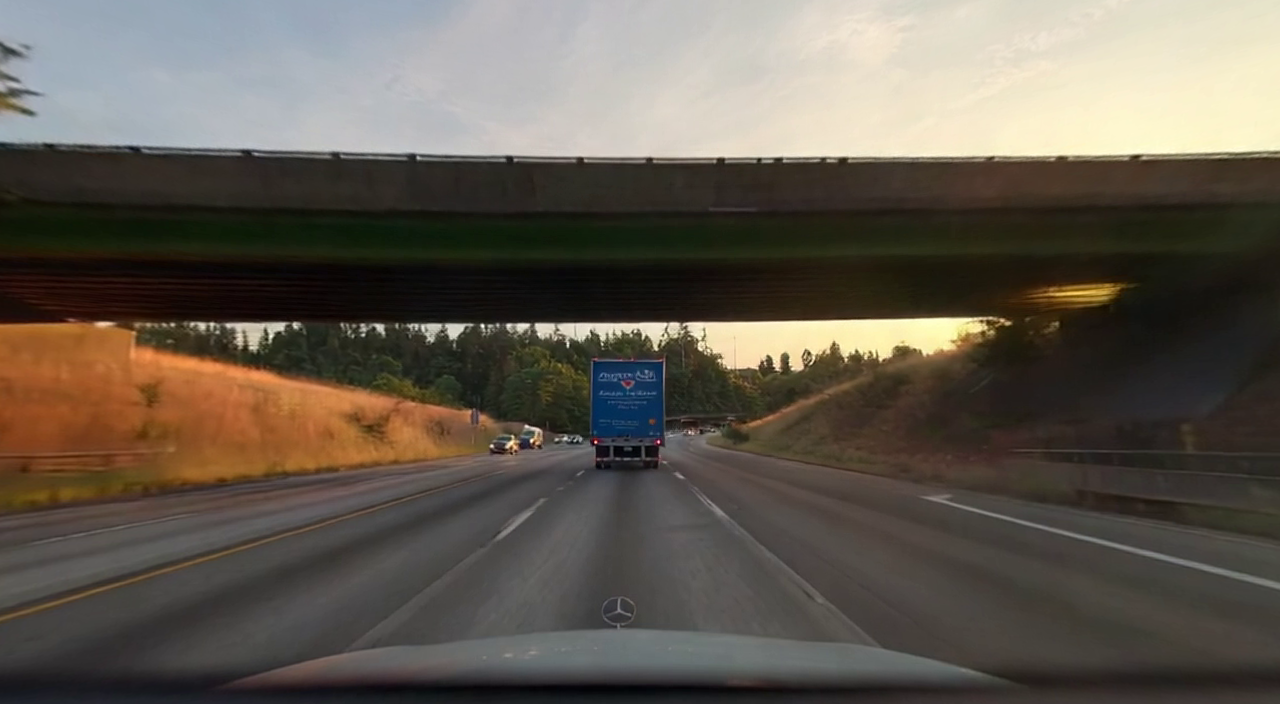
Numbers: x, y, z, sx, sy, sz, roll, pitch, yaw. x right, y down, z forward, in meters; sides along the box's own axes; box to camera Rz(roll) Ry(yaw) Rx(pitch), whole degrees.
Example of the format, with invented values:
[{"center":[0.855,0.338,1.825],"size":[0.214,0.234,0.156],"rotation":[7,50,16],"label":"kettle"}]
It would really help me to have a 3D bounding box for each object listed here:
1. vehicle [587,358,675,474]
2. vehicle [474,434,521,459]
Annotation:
[{"center":[-0.517,2.779,26.102],"size":[2.895,3.861,10.213],"rotation":[0,-8,-2],"label":"vehicle"},{"center":[-8.637,5.720,38.455],"size":[1.889,1.432,4.287],"rotation":[0,-8,0],"label":"vehicle"}]
